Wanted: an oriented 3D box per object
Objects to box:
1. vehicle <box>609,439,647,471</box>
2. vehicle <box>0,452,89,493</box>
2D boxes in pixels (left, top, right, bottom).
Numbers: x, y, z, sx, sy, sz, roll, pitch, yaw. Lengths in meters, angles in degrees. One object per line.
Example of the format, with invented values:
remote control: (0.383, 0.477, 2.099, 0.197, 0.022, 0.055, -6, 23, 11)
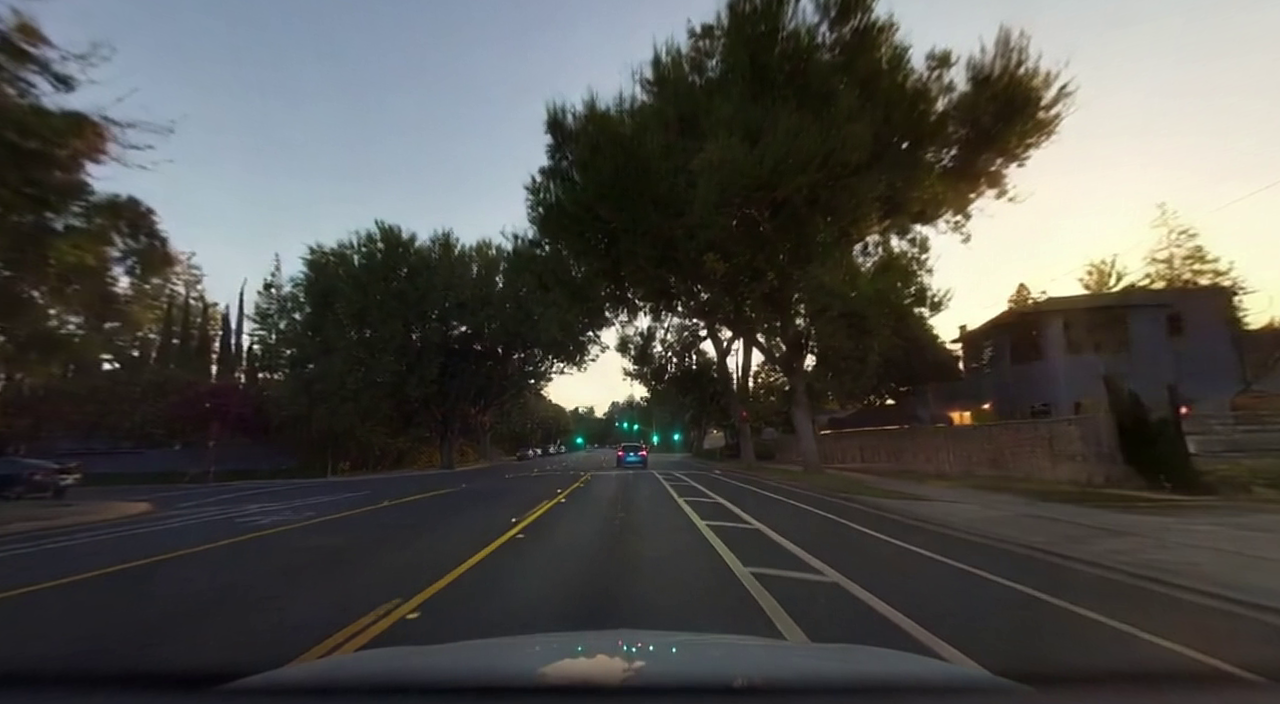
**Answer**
vehicle: (-0.690, 6.338, 39.125, 2.230, 1.827, 4.298, 0, -8, 0)
vehicle: (-24.819, 4.804, 25.561, 1.830, 1.467, 4.270, 2, -9, -12)
